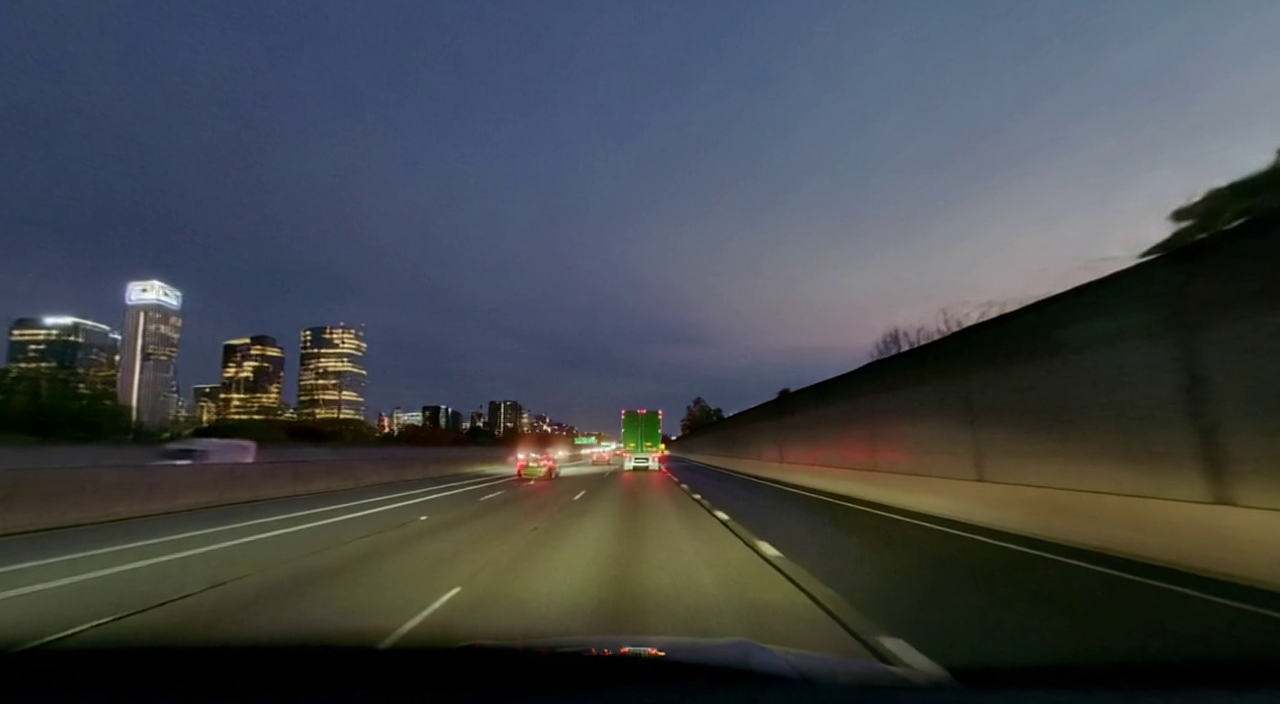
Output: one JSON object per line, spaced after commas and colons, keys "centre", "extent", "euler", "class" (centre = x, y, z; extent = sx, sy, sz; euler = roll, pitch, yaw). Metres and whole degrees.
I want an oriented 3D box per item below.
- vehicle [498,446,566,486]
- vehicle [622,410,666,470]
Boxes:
{"centre": [-4.418, 4.718, 26.462], "extent": [1.977, 1.478, 4.702], "euler": [0, -9, 1], "class": "vehicle"}
{"centre": [0.373, 6.738, 47.854], "extent": [2.980, 4.051, 10.359], "euler": [0, -9, 1], "class": "vehicle"}
